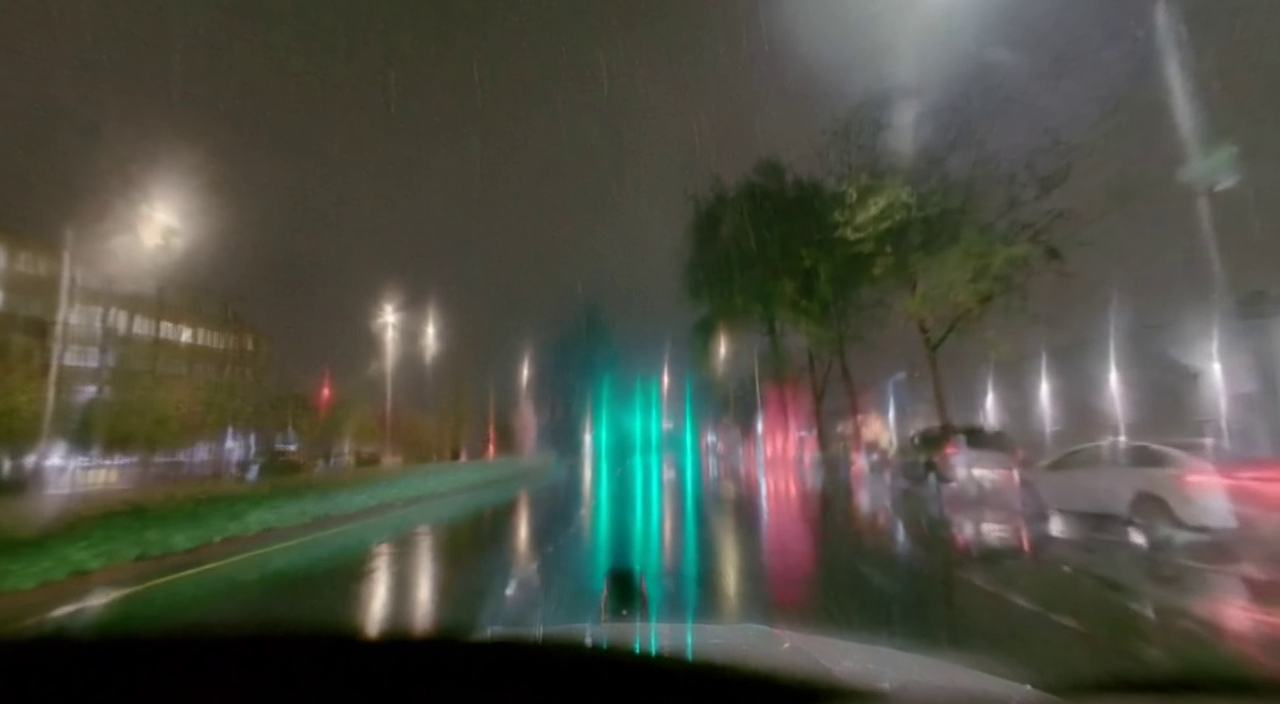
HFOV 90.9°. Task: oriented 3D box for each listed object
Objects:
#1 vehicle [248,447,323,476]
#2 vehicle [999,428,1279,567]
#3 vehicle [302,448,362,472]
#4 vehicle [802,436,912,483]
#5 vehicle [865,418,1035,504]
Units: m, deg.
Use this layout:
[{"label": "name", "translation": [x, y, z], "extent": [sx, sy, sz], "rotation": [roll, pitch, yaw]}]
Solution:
[{"label": "vehicle", "translation": [-21.779, 6.704, 38.986], "extent": [1.968, 1.615, 4.591], "rotation": [0, -8, 1]}, {"label": "vehicle", "translation": [7.537, 1.907, 9.187], "extent": [1.834, 1.494, 4.633], "rotation": [0, -8, 0]}, {"label": "vehicle", "translation": [-21.621, 7.545, 44.503], "extent": [1.909, 1.495, 4.786], "rotation": [-1, -8, 0]}, {"label": "vehicle", "translation": [7.507, 3.757, 22.466], "extent": [2.196, 1.471, 4.999], "rotation": [0, -8, 0]}, {"label": "vehicle", "translation": [7.491, 2.677, 15.915], "extent": [1.908, 1.833, 4.711], "rotation": [0, -8, 1]}]
